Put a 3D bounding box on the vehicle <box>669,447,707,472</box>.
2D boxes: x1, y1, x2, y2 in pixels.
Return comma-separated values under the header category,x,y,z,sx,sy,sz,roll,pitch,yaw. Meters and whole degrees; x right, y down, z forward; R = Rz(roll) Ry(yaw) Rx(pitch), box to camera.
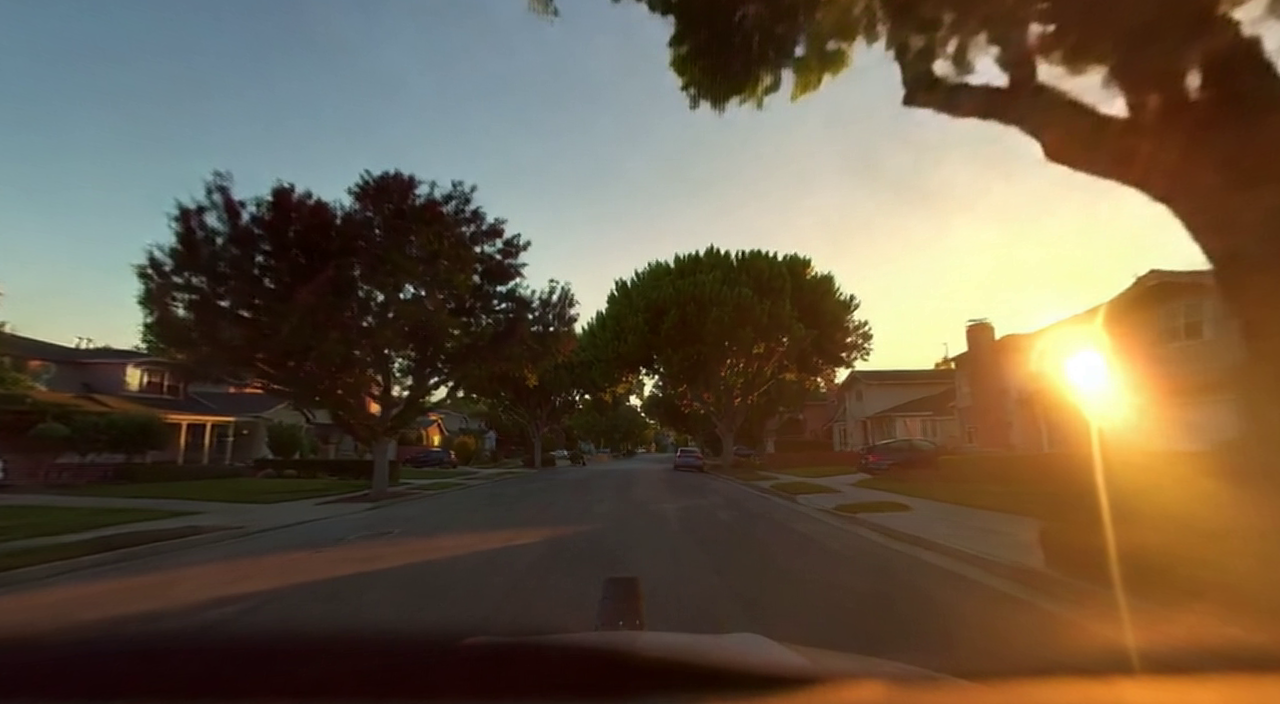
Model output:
category,x,y,z,sx,sy,sz,roll,pitch,yaw
vehicle,3.291,7.457,44.083,2.136,1.596,4.790,0,-9,-2
